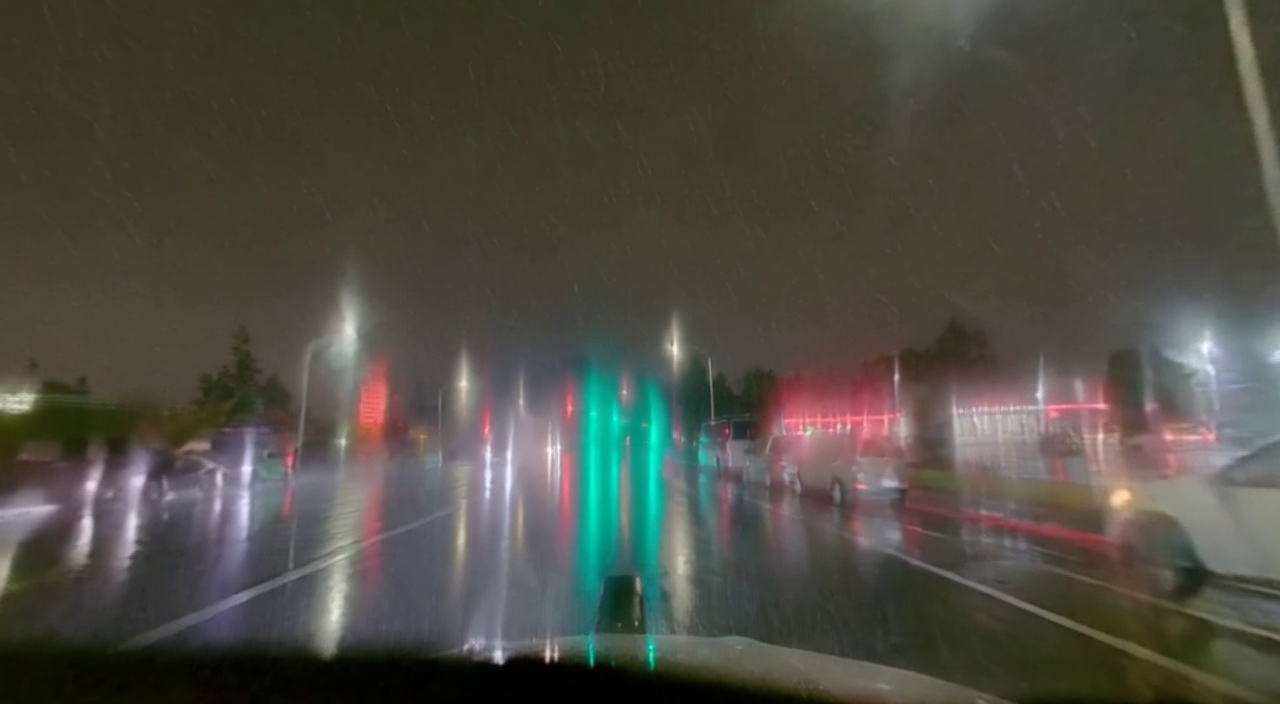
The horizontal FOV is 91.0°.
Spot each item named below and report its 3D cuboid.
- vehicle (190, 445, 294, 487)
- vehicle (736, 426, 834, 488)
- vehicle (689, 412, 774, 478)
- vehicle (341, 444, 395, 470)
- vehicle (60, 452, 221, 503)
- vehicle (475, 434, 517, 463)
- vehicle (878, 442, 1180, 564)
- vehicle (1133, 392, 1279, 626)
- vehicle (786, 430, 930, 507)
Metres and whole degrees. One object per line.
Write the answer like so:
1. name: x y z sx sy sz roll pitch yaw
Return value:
1. vehicle: -17.489 4.984 27.935 1.928 1.718 4.279 0 -8 -3
2. vehicle: 5.136 3.807 23.200 2.002 2.010 5.145 1 -8 -5
3. vehicle: 4.378 4.584 31.477 2.739 2.866 6.142 -1 -7 -5
4. vehicle: -18.509 7.161 43.086 2.021 1.695 4.372 1 -8 -4
5. vehicle: -17.049 4.261 21.852 2.036 1.478 4.615 0 -8 -4
6. vehicle: -10.604 7.125 46.684 2.235 2.023 4.923 1 -8 -4
7. vehicle: 5.758 2.232 10.237 1.902 1.494 4.622 0 -8 -1
8. vehicle: 6.373 1.070 3.700 2.092 1.887 5.632 1 -8 -4
9. vehicle: 5.578 3.030 16.834 1.952 1.771 4.385 1 -8 -5
